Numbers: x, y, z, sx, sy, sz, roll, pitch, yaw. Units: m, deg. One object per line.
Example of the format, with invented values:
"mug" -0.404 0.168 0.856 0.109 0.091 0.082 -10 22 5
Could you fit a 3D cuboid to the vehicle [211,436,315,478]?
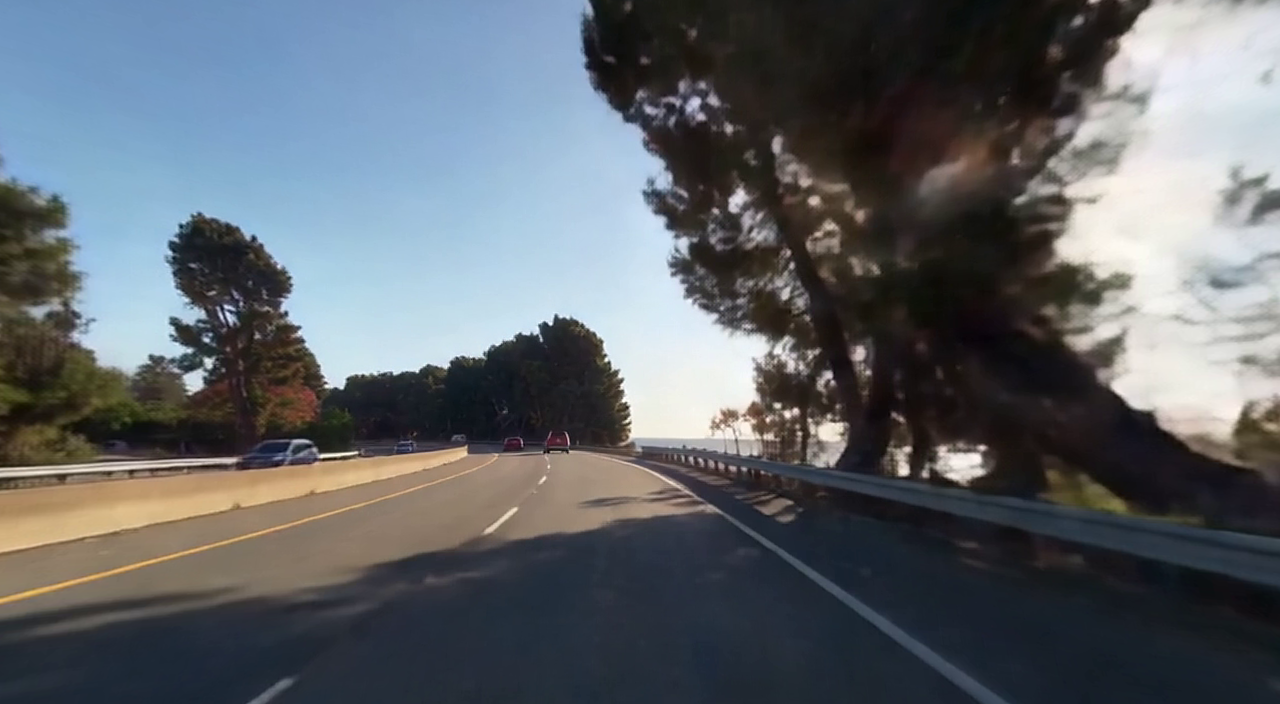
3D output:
"vehicle" -16.657 4.653 28.193 2.331 1.704 4.213 1 -9 -6
